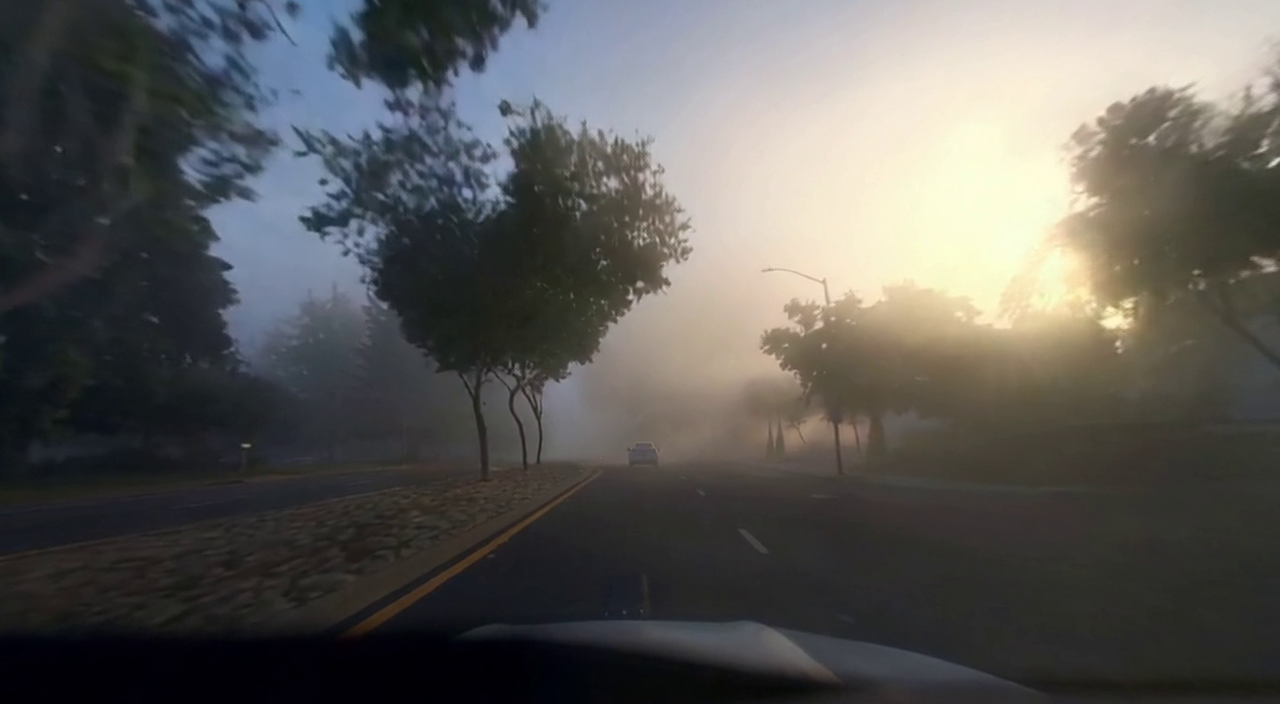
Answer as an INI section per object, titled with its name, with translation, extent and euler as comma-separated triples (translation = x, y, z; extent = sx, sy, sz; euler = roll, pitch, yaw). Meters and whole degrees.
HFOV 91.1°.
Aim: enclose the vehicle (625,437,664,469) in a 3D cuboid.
[vehicle]
translation = 0.207, 6.010, 37.488
extent = 2.165, 1.783, 4.391
euler = 1, -9, -1
